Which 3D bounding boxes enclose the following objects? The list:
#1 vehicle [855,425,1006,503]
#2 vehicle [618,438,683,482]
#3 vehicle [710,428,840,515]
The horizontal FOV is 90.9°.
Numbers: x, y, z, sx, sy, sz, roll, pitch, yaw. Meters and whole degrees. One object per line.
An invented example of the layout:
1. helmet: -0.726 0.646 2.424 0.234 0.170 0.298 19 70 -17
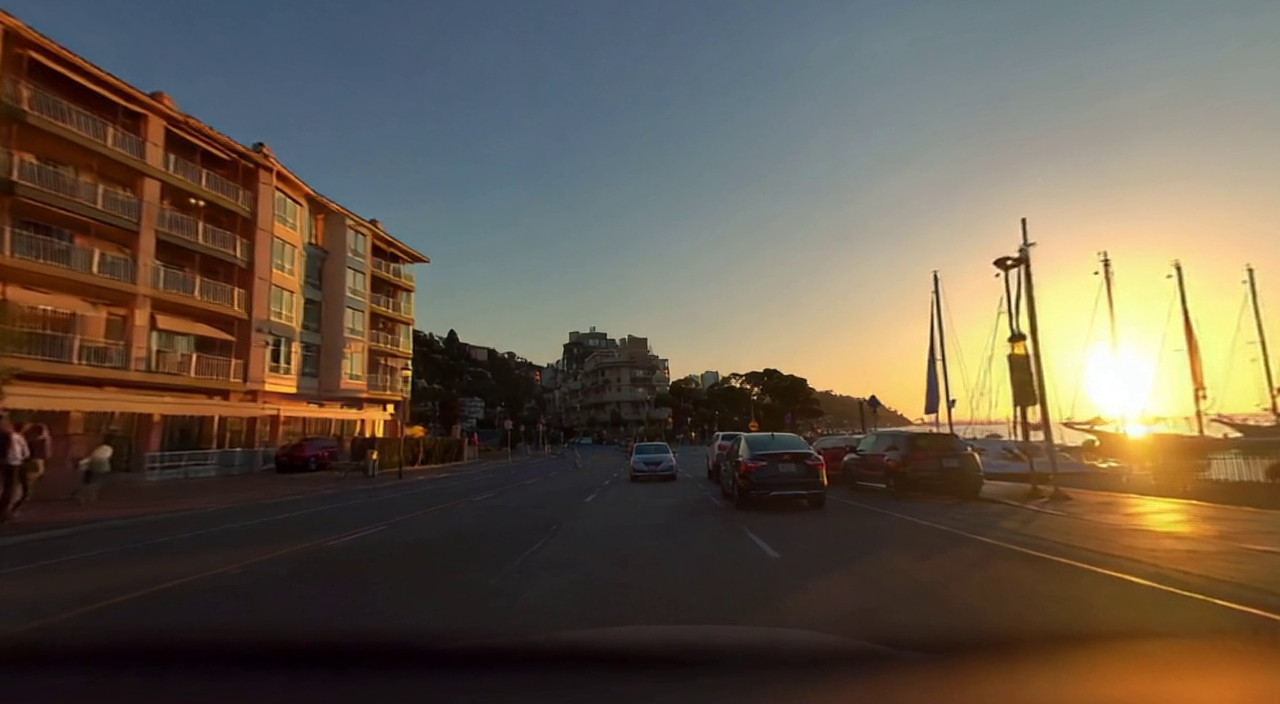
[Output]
1. vehicle: 7.805 3.055 17.542 1.969 1.852 4.514 0 -8 -1
2. vehicle: 0.429 4.099 24.197 2.284 1.496 3.949 -1 -8 1
3. vehicle: 2.805 2.593 14.142 2.047 1.640 4.051 0 -8 1
